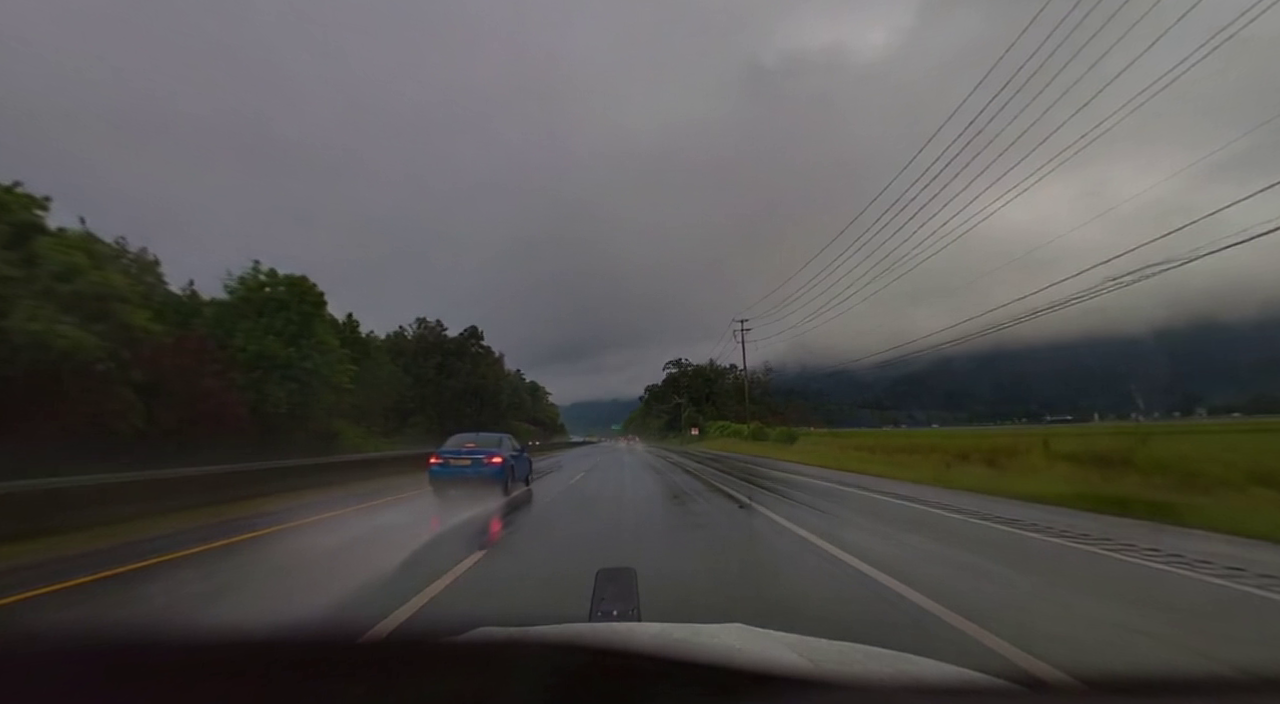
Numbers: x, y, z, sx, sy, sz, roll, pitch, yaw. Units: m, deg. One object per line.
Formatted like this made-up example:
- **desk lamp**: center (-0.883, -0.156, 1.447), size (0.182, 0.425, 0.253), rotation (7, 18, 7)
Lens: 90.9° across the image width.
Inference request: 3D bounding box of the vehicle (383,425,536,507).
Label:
- **vehicle**: center (-3.822, 2.489, 14.382), size (2.150, 1.532, 4.671), rotation (0, -8, -1)
